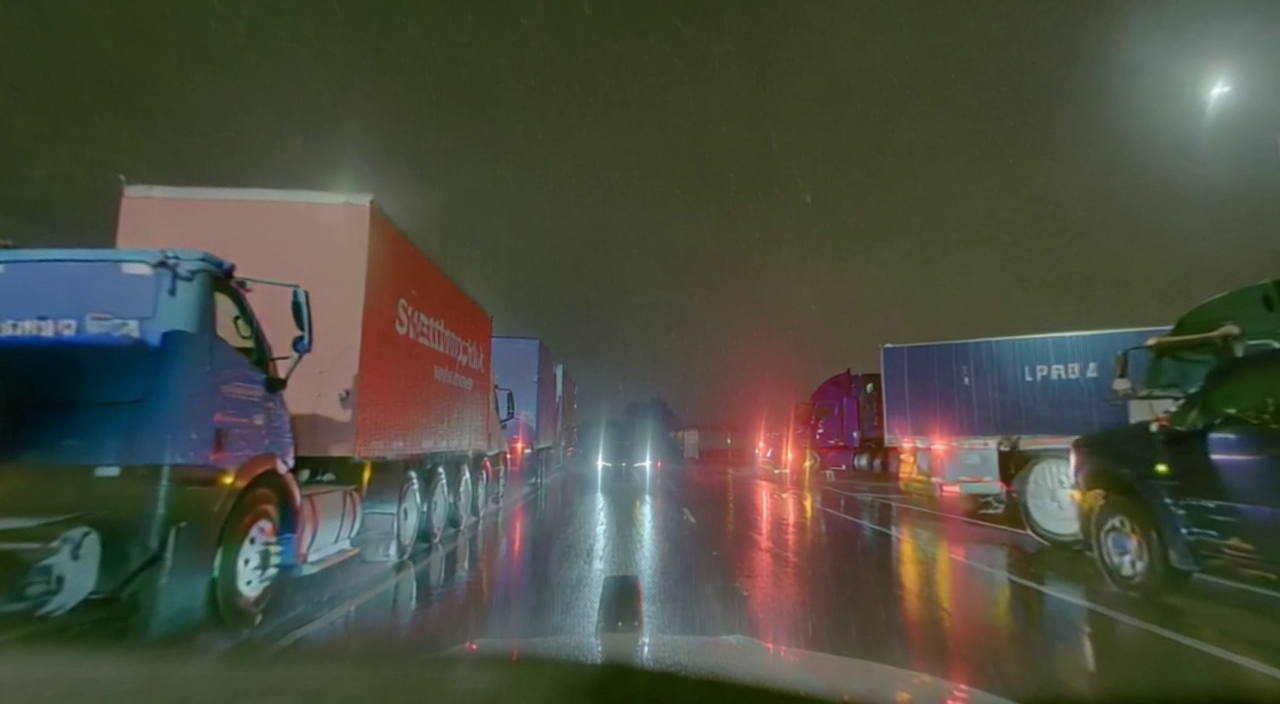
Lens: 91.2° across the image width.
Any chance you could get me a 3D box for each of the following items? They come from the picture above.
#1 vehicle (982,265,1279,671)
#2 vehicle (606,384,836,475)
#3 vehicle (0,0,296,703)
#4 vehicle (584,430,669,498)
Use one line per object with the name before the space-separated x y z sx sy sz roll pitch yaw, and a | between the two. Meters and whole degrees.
vehicle | 5.169 0.678 3.679 2.570 2.439 6.392 0 -9 -1
vehicle | 3.608 4.265 34.884 2.877 4.124 14.516 2 -7 -39
vehicle | -3.936 -0.051 1.147 2.844 3.085 6.941 0 -9 -2
vehicle | -0.383 3.136 17.801 2.140 1.682 3.971 0 -9 -1
